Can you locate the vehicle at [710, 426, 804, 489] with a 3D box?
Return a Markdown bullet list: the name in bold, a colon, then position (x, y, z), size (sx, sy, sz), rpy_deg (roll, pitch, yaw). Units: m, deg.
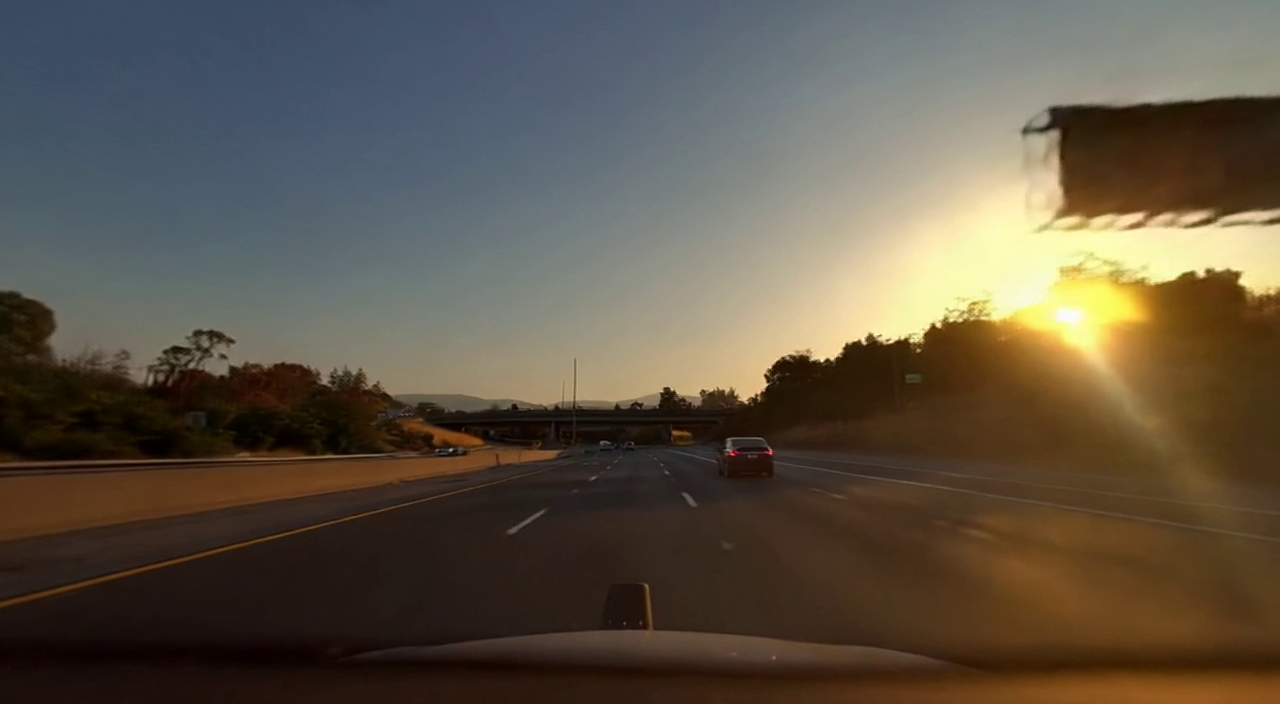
- **vehicle**: position (3.519, 3.287, 19.980), size (2.039, 1.701, 4.834), rpy_deg (0, -8, 0)
